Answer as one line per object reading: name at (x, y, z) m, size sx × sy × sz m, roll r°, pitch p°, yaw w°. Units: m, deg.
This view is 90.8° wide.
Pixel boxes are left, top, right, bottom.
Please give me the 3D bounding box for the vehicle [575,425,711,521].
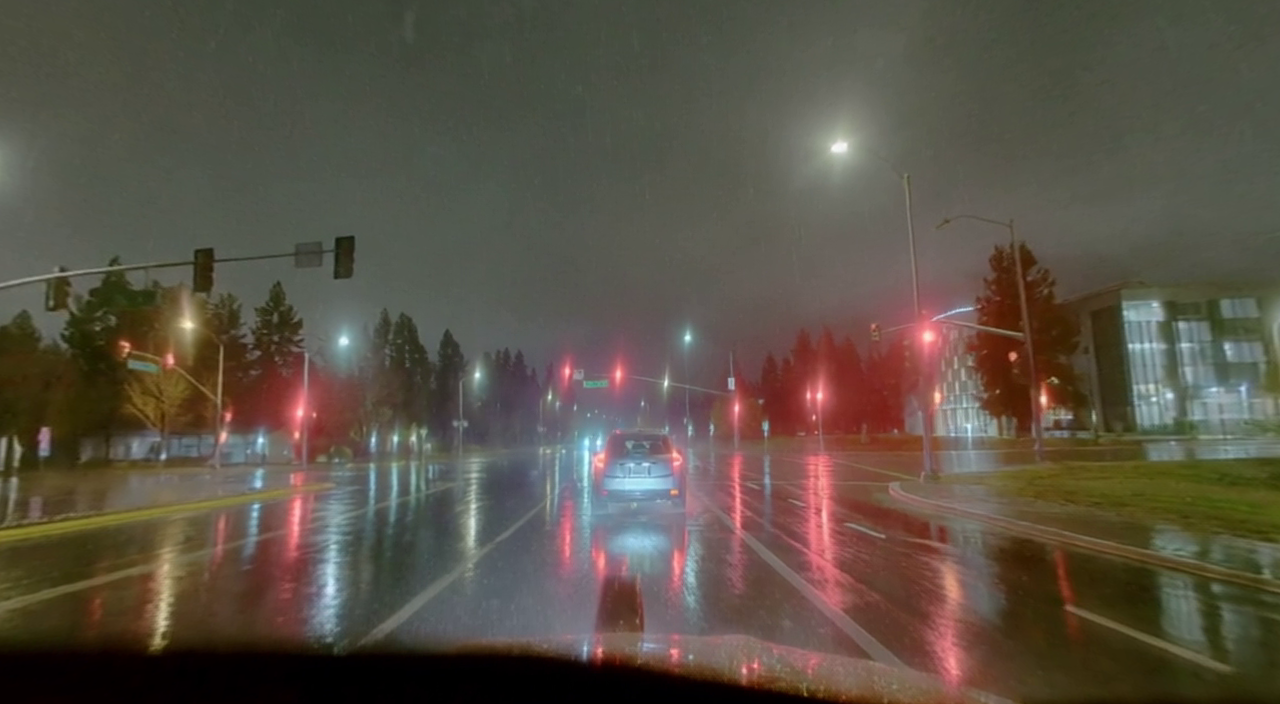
vehicle at (0.010, 2.178, 11.835) m, size 2.107 × 1.470 × 3.974 m, roll 0°, pitch -9°, yaw -1°
